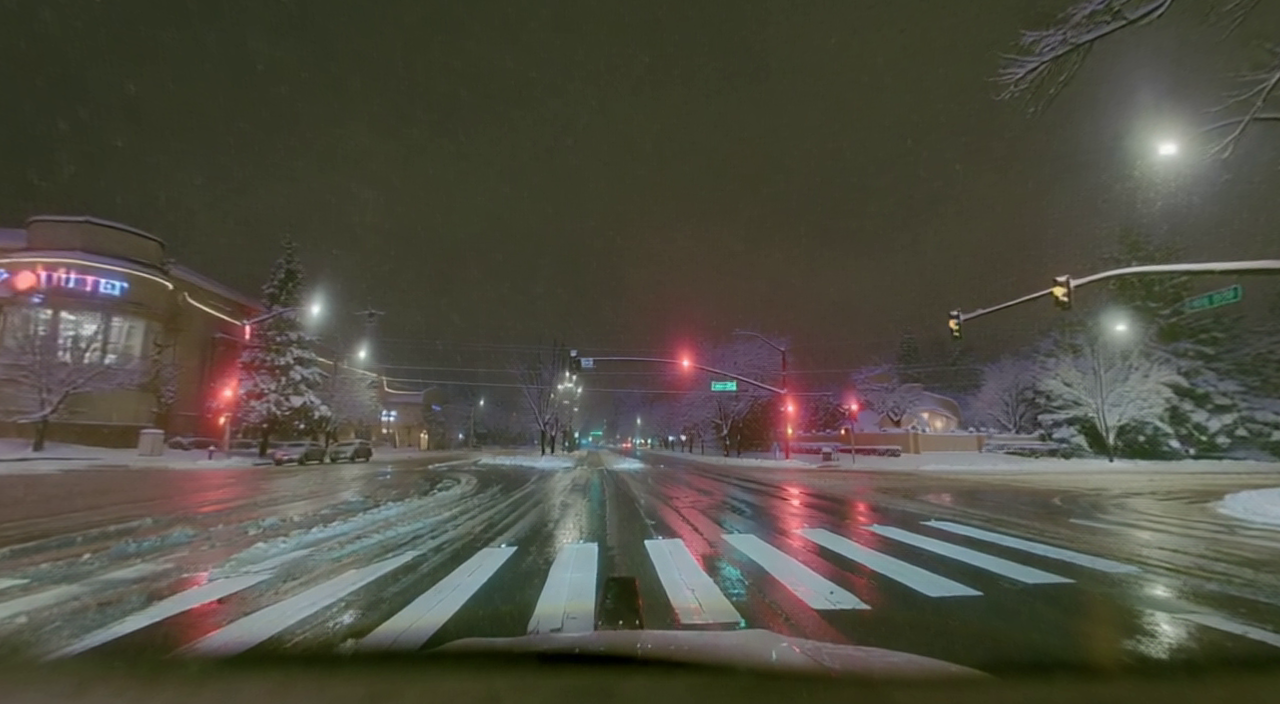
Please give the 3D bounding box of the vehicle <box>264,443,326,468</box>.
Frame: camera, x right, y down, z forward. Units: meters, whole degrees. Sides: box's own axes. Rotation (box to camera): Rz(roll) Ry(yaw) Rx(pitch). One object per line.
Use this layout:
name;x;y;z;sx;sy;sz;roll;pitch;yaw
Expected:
vehicle;-21.835;6.555;40.158;2.005;1.496;4.020;1;-9;-6

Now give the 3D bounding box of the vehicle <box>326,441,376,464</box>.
vehicle;-22.471;7.818;49.308;2.023;1.706;4.756;1;-9;-6
